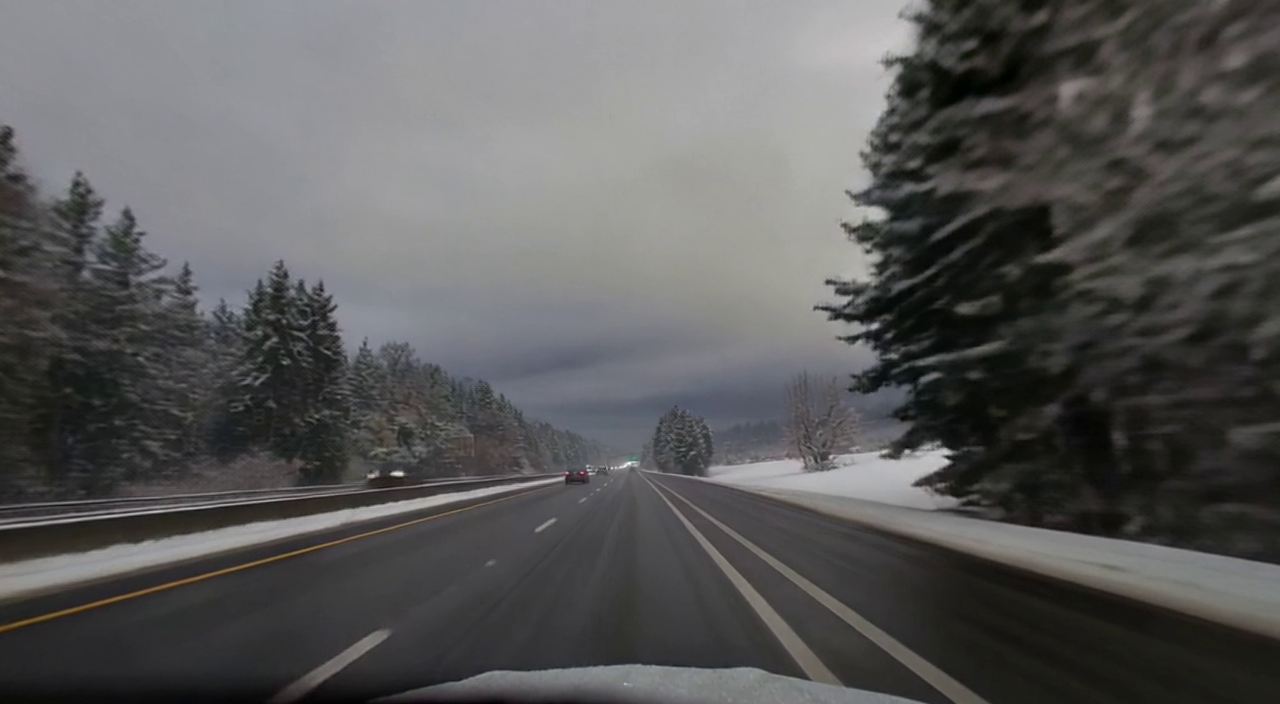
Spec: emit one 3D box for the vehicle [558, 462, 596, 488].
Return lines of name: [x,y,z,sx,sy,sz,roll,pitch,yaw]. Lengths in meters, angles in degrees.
vehicle: [-4.148,8.236,42.239,2.068,1.592,4.479,1,-10,0]

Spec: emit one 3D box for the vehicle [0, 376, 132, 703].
vehicle: [-3.889,0.625,1.042,2.123,1.666,4.709,1,-10,0]
